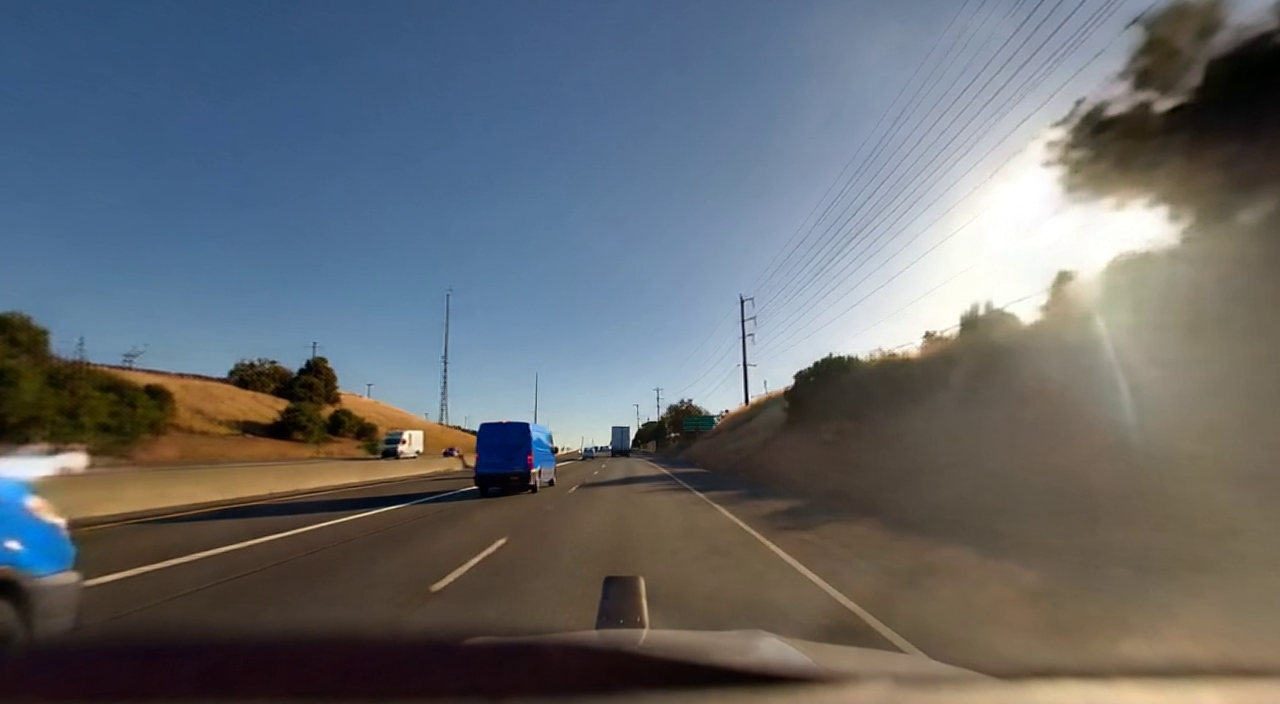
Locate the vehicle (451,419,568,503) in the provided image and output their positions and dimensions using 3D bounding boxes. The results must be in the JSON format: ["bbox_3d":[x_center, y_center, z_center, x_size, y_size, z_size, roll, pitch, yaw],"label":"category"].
[{"bbox_3d":[-3.448,3.041,17.864,2.197,2.011,5.130,0,-9,0],"label":"vehicle"}]
